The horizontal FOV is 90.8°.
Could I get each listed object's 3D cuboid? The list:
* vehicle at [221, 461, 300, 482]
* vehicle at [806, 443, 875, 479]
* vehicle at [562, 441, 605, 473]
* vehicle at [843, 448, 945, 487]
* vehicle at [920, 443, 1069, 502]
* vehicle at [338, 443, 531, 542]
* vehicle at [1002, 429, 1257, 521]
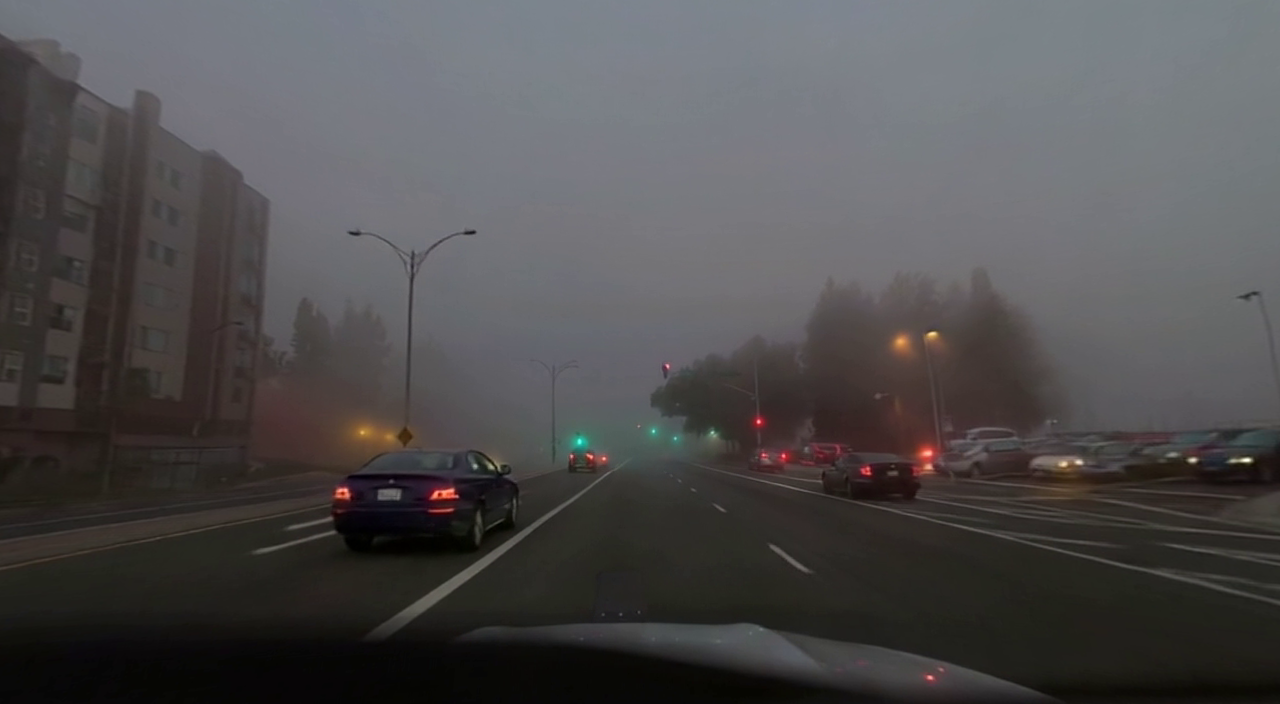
[{"bbox_3d":[-27.952,8.792,46.647,4.658,1.478,1.968,-1,-9,6],"label":"vehicle"},{"bbox_3d":[10.090,5.510,32.169,1.992,1.664,4.246,0,-9,-2],"label":"vehicle"},{"bbox_3d":[-3.483,6.580,39.775,2.220,1.888,4.904,0,-9,1],"label":"vehicle"},{"bbox_3d":[10.125,4.609,25.653,2.045,1.418,4.869,0,-9,-1],"label":"vehicle"},{"bbox_3d":[10.583,3.600,19.319,1.853,1.548,4.340,0,-9,-3],"label":"vehicle"},{"bbox_3d":[-3.465,2.448,11.724,2.144,1.447,4.421,0,-9,-1],"label":"vehicle"},{"bbox_3d":[10.273,2.597,13.855,1.975,1.677,4.400,0,-9,-1],"label":"vehicle"}]
